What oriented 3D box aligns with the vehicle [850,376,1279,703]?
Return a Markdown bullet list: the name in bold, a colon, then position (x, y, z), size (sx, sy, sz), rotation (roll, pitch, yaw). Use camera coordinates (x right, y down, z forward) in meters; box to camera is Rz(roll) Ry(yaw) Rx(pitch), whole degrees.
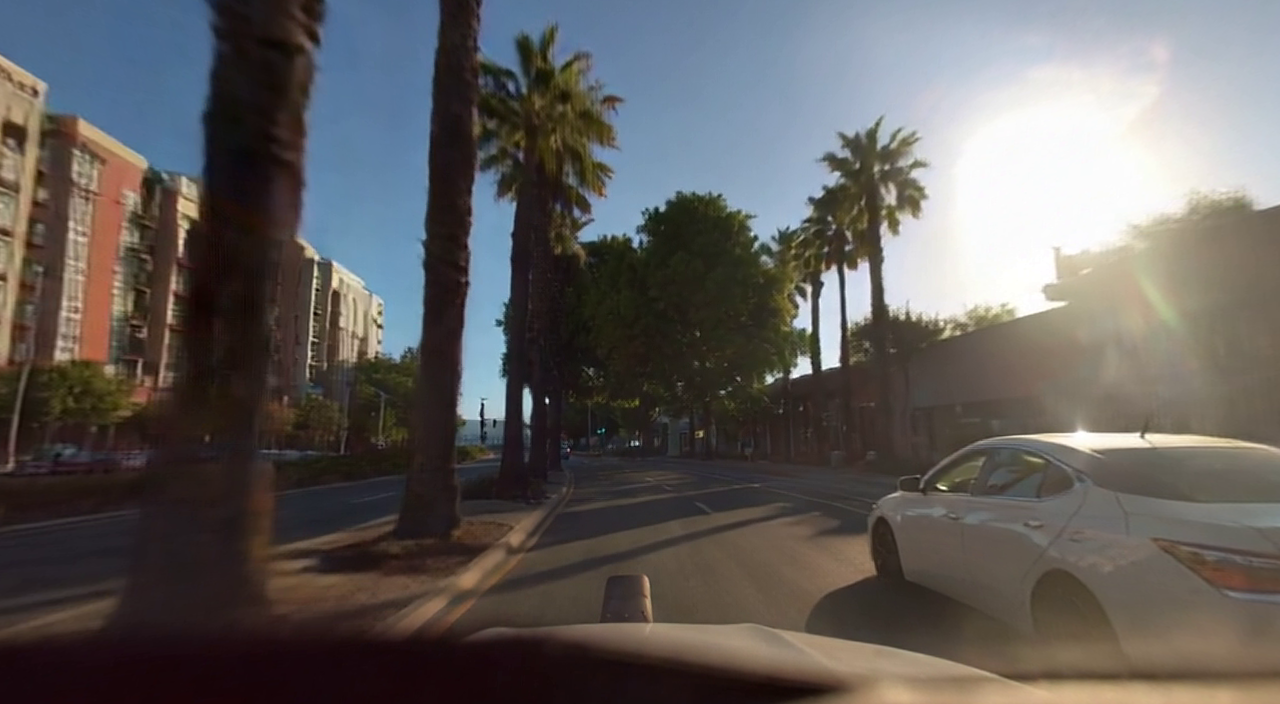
- **vehicle**: position (3.113, 1.158, 4.178), size (1.867, 1.554, 4.301), rotation (0, -8, -1)
